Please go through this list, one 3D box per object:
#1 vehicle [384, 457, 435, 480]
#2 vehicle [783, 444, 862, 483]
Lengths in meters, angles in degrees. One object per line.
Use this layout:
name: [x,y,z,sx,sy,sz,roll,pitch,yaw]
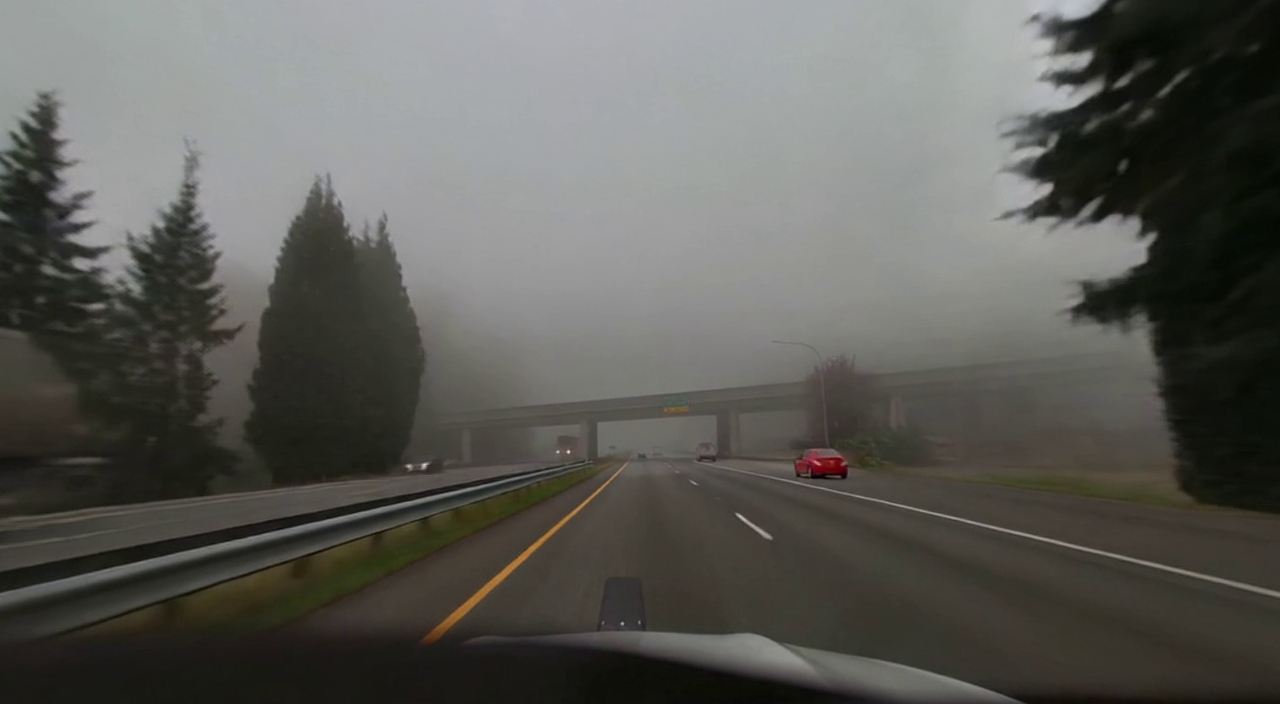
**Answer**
vehicle: [-16.013,8.084,43.989,2.048,1.446,3.900,0,-9,0]
vehicle: [7.368,4.542,25.916,1.987,1.473,4.244,0,-9,0]
